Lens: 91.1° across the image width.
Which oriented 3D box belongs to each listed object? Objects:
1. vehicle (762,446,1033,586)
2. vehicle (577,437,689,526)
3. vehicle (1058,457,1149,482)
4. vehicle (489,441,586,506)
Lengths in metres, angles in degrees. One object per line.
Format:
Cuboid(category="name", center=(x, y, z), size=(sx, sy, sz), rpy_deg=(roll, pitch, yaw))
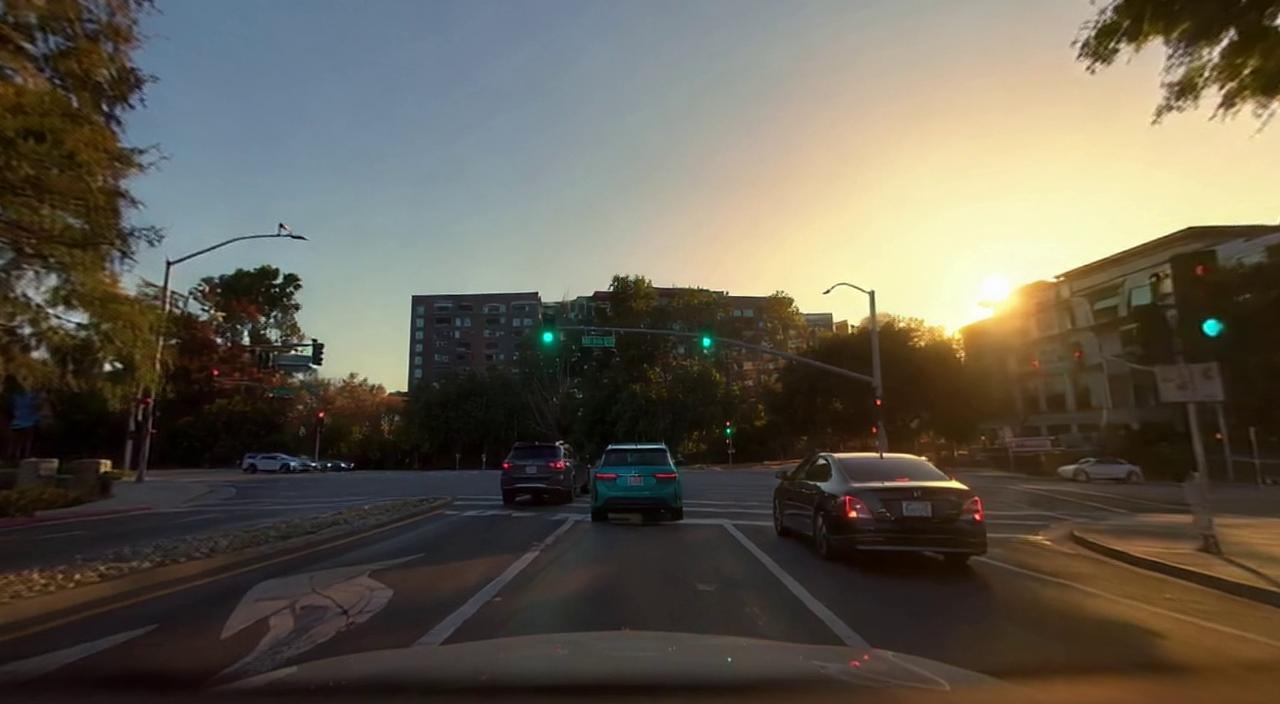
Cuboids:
Cuboid(category="vehicle", center=(3.183, 2.091, 9.012), size=(2.056, 1.468, 4.520), rpy_deg=(0, -9, 1))
Cuboid(category="vehicle", center=(-0.103, 2.775, 14.069), size=(2.108, 1.654, 4.235), rpy_deg=(0, -9, 1))
Cuboid(category="vehicle", center=(32.954, 8.343, 44.793), size=(4.705, 1.631, 2.053), rpy_deg=(-2, -9, 15))
Cuboid(category="vehicle", center=(-2.822, 3.438, 18.223), size=(1.987, 1.633, 4.005), rpy_deg=(0, -9, 3))
